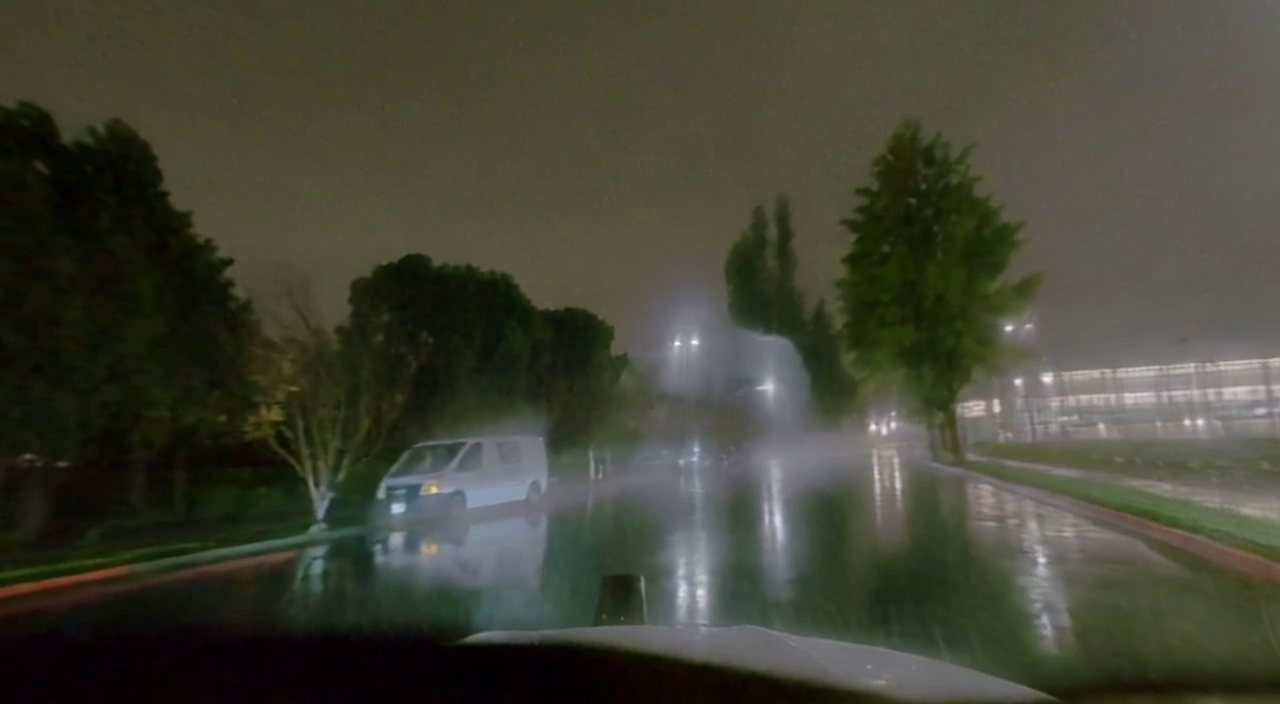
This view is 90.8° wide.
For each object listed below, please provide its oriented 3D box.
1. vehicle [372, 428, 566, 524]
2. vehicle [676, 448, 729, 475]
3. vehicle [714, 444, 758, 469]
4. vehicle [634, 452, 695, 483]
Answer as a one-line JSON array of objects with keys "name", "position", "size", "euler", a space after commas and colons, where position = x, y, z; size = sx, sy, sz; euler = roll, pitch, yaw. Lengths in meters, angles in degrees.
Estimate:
[{"name": "vehicle", "position": [-4.467, 3.359, 17.808], "size": [2.433, 2.193, 5.547], "euler": [-4, -9, 20]}, {"name": "vehicle", "position": [3.868, 6.636, 38.561], "size": [2.038, 1.525, 4.383], "euler": [-4, -9, 22]}, {"name": "vehicle", "position": [7.426, 7.984, 48.403], "size": [2.360, 1.741, 4.912], "euler": [-3, -9, 20]}, {"name": "vehicle", "position": [1.321, 5.958, 32.832], "size": [1.938, 1.191, 3.630], "euler": [-10, -10, 20]}]
